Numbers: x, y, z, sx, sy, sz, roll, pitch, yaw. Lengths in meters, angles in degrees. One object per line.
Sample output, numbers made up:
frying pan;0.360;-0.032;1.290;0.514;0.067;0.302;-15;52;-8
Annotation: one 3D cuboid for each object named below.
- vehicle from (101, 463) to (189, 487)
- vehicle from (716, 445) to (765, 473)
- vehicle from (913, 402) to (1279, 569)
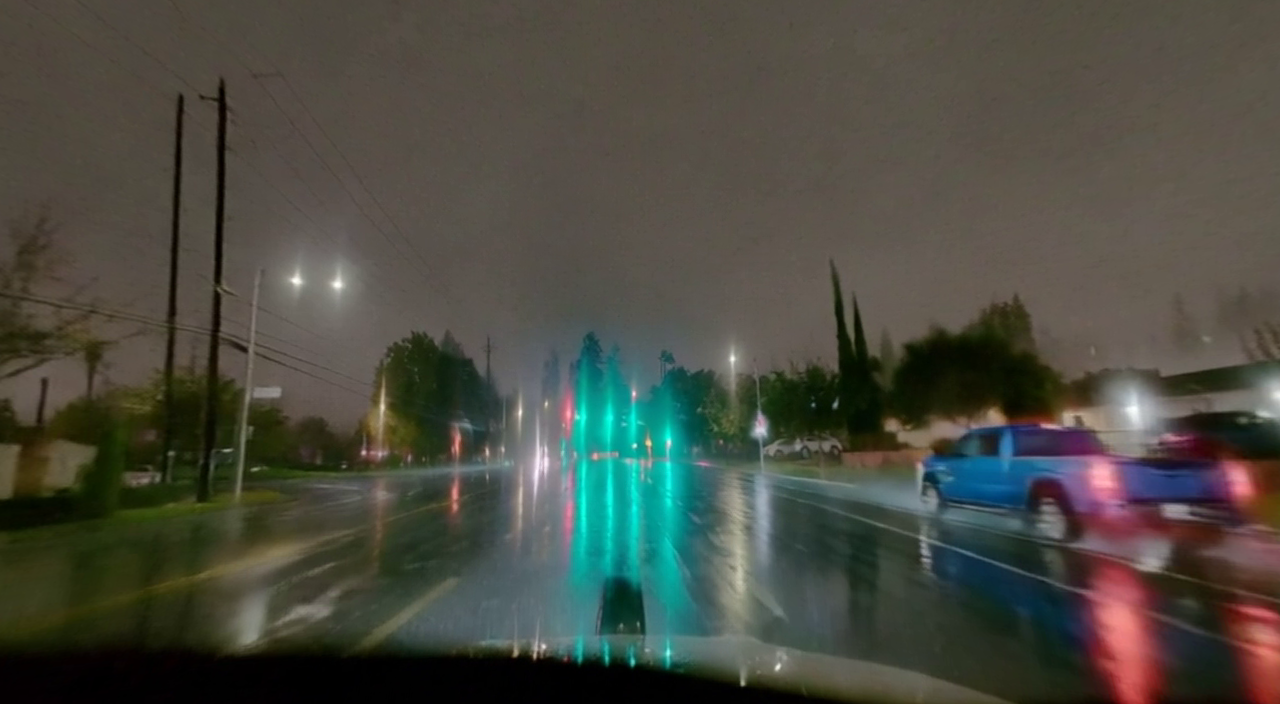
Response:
vehicle;-32.901;8.184;42.061;4.242;1.473;1.820;0;-9;-3
vehicle;5.701;6.133;36.382;1.969;1.495;4.328;0;-9;-2
vehicle;6.739;1.928;10.003;2.285;1.868;5.575;0;-9;-1
